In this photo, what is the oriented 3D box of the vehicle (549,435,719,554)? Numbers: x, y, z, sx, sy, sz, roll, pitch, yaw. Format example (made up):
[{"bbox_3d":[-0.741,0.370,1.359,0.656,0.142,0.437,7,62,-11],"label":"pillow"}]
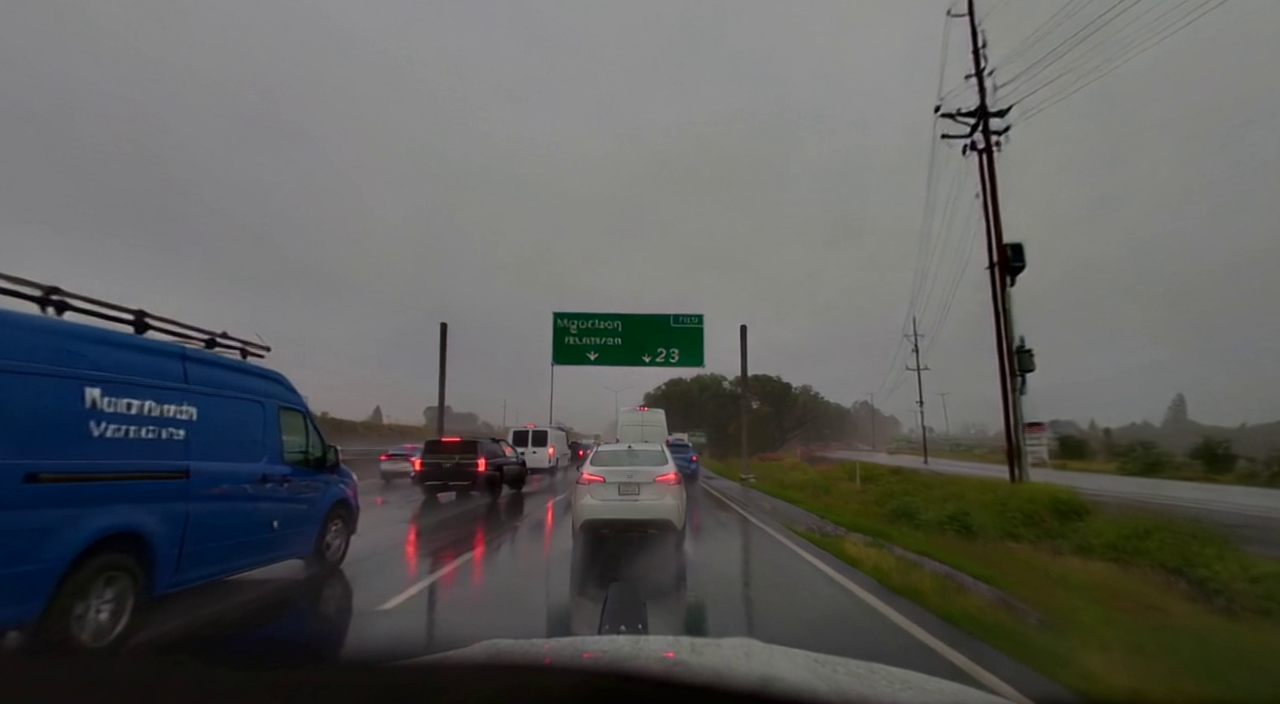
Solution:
[{"bbox_3d":[-0.061,2.033,9.703,2.054,1.421,4.090,0,-8,0],"label":"vehicle"}]

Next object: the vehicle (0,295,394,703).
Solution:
[{"bbox_3d":[-3.871,1.009,4.638,2.142,1.952,4.556,0,-8,1],"label":"vehicle"}]

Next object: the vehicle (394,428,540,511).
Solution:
[{"bbox_3d":[-3.869,2.720,15.019,2.114,1.657,4.432,0,-8,2],"label":"vehicle"}]
